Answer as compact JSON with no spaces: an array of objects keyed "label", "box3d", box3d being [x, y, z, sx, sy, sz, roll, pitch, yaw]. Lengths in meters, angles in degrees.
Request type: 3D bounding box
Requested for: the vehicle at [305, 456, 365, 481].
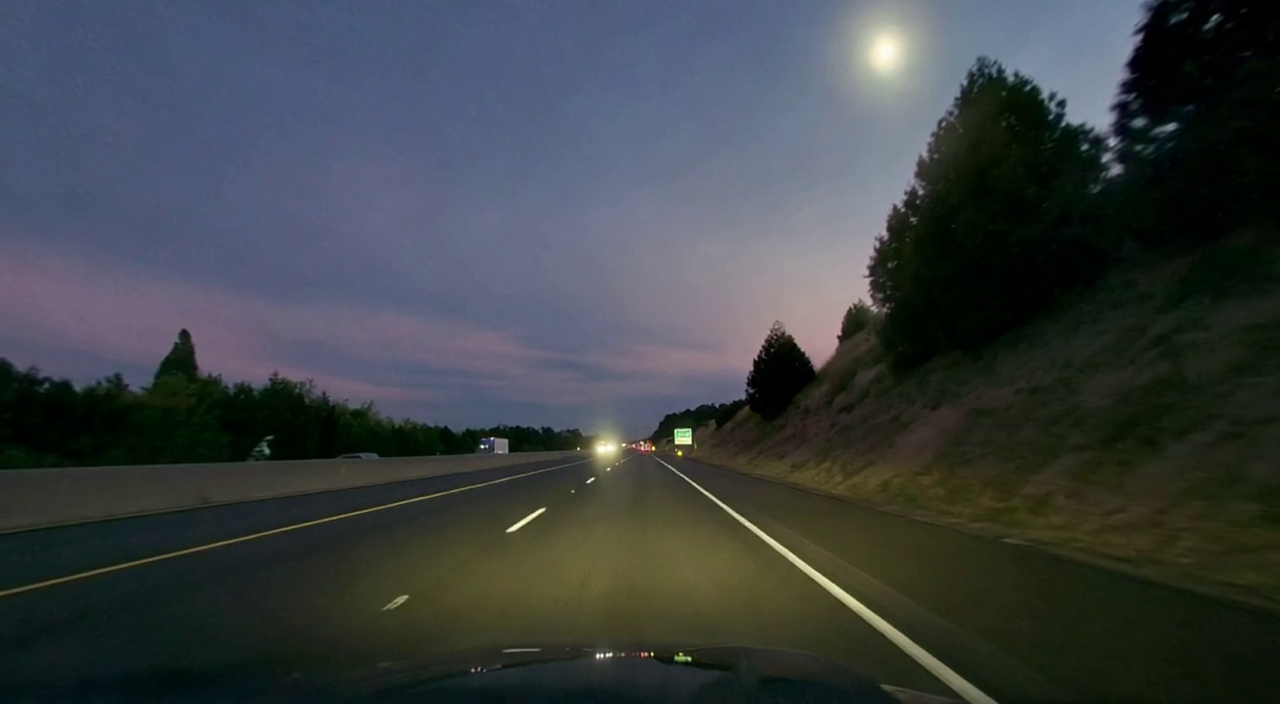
[{"label":"vehicle","box3d":[-19.144,7.310,39.685,1.772,1.466,3.863,0,-9,1]}]
